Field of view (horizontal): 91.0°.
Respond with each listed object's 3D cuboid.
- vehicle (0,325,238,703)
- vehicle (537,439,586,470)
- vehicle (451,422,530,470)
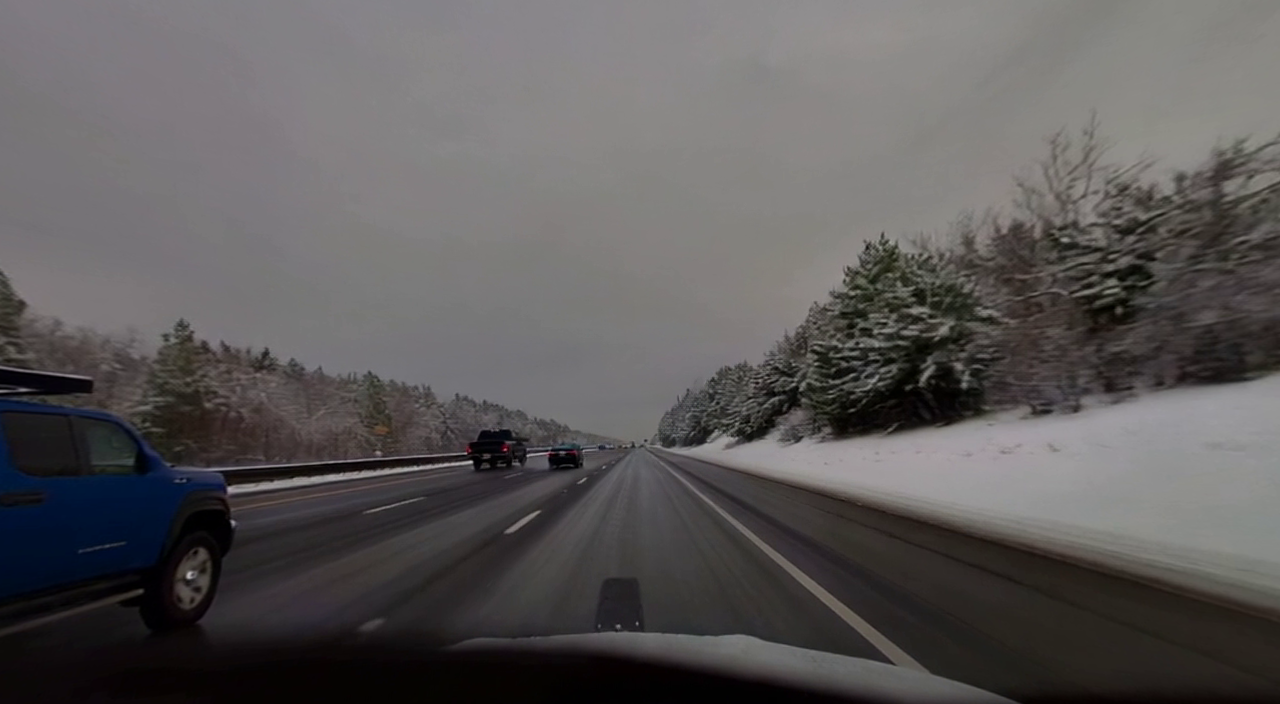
[{"bbox_3d":[-3.991,0.648,1.865,2.200,1.807,5.041,0,-9,1],"label":"vehicle"},{"bbox_3d":[-4.079,5.401,33.342,2.012,1.509,4.359,0,-9,0],"label":"vehicle"},{"bbox_3d":[-7.569,4.875,32.732,2.594,2.254,6.028,0,-9,0],"label":"vehicle"}]
